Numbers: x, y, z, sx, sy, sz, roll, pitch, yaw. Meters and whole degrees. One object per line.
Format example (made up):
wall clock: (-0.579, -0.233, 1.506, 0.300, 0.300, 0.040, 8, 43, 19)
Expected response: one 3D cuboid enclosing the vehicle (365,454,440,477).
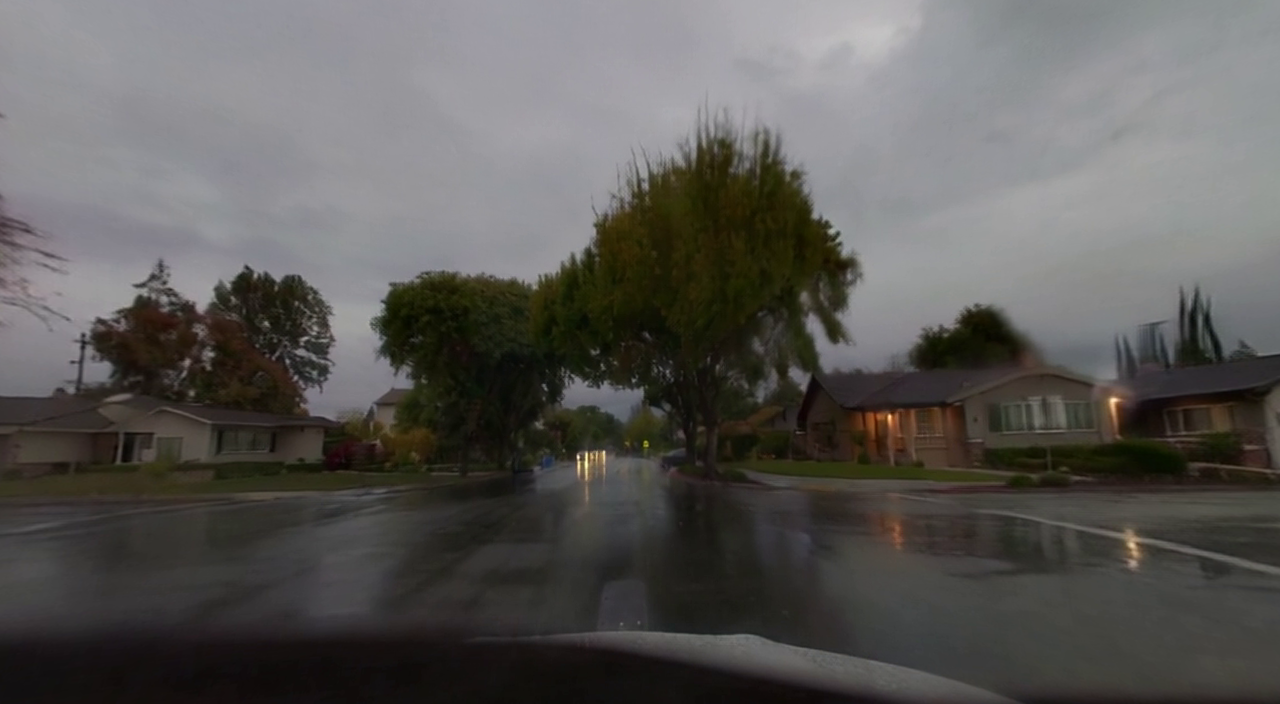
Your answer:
vehicle: (-16.276, 7.763, 43.410, 4.358, 1.516, 2.077, 1, -9, -4)
